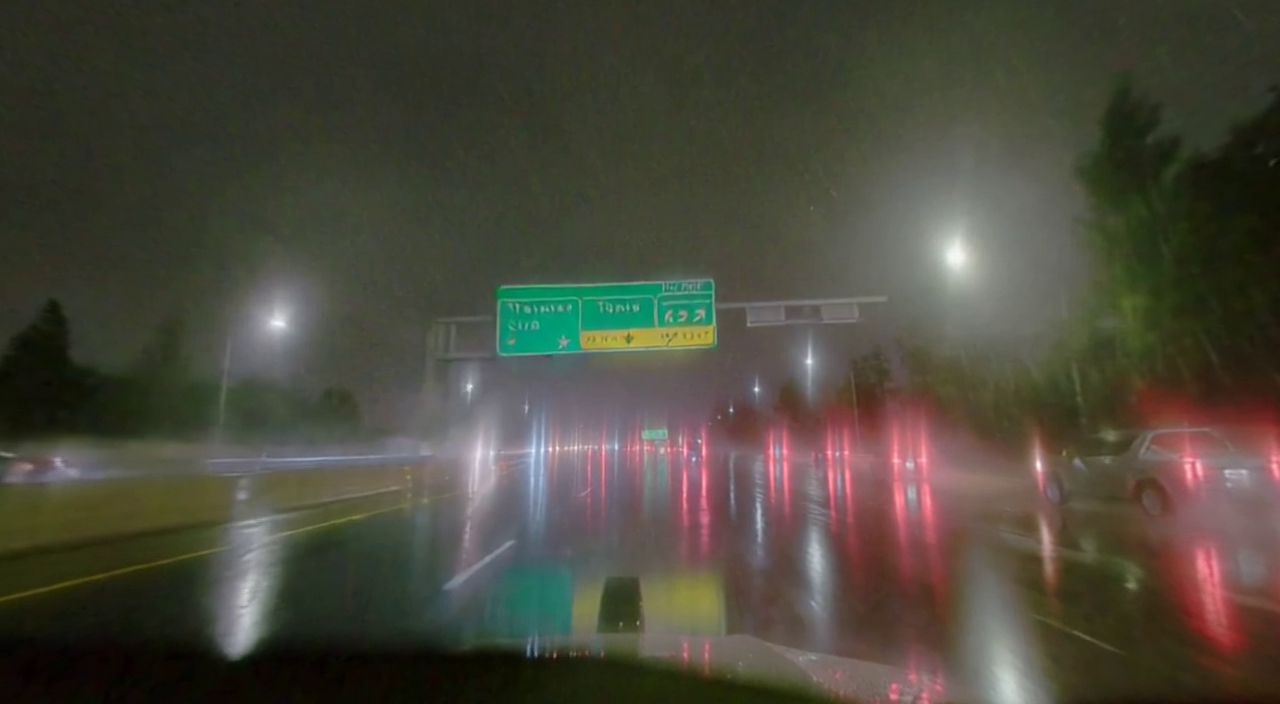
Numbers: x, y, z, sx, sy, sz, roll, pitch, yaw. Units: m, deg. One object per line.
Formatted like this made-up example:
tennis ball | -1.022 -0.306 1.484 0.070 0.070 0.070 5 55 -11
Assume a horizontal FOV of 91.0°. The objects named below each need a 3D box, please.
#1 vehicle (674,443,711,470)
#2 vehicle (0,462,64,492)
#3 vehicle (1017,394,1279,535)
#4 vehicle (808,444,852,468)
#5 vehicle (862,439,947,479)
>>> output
vehicle | 3.605 7.318 44.211 2.147 1.794 4.538 0 -9 0
vehicle | -41.740 8.353 42.391 2.278 1.859 3.848 1 -9 -5
vehicle | 10.810 2.240 12.881 2.442 2.140 6.462 0 -9 3
vehicle | 14.184 7.777 47.213 2.020 1.707 4.424 0 -9 1
vehicle | 12.686 5.168 30.622 2.116 1.754 4.727 0 -9 1
